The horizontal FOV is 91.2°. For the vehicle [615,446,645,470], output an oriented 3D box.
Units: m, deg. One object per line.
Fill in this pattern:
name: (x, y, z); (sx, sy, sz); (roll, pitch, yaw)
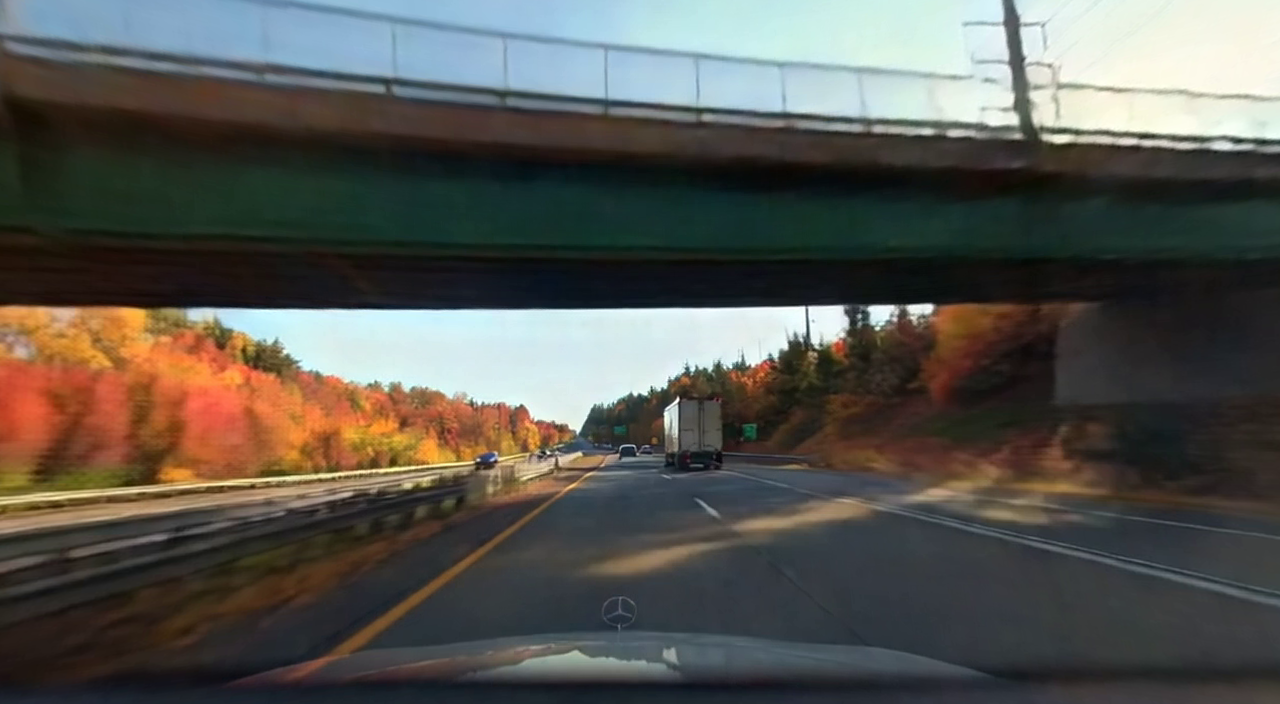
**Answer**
vehicle: (-0.672, 7.063, 41.925); (1.961, 1.454, 3.755); (0, -9, -1)

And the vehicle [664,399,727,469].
vehicle: (3.664, 6.112, 45.538); (2.956, 4.281, 14.327); (0, -9, -1)
